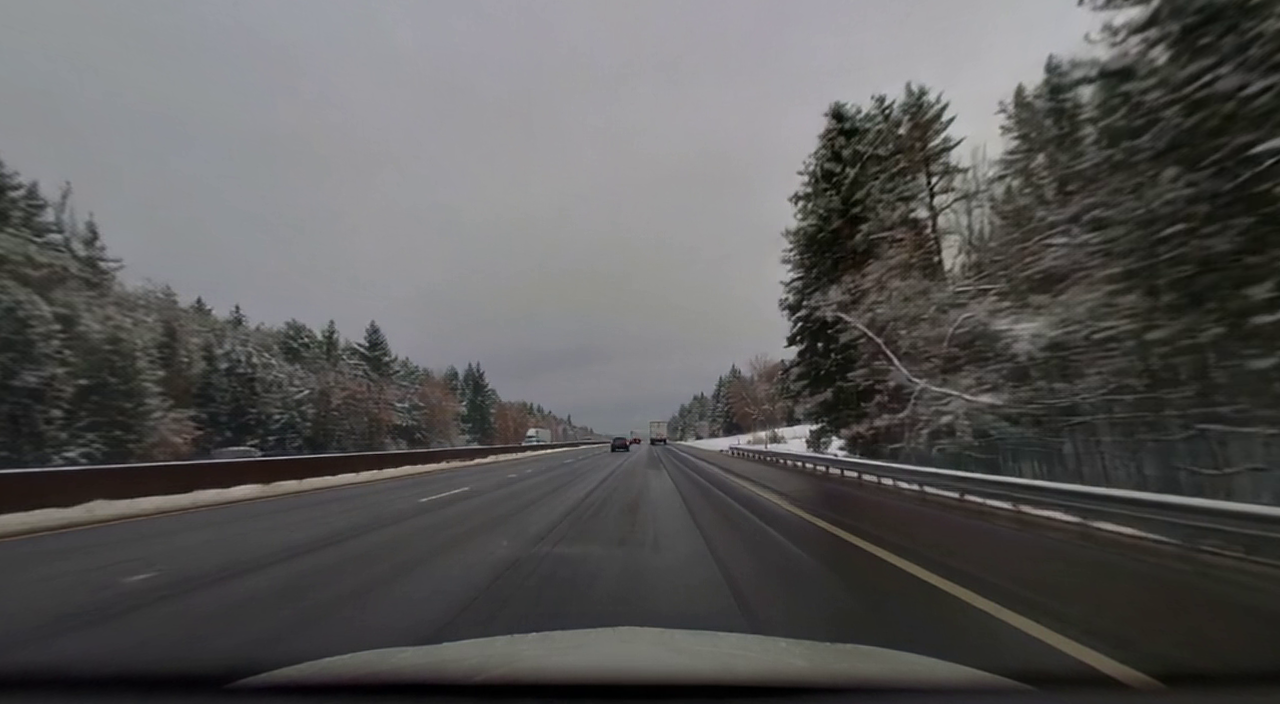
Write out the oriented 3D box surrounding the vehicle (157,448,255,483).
[{"bbox_3d":[-19.979,5.210,29.110,1.705,1.454,3.858,-1,-8,1],"label":"vehicle"}]
